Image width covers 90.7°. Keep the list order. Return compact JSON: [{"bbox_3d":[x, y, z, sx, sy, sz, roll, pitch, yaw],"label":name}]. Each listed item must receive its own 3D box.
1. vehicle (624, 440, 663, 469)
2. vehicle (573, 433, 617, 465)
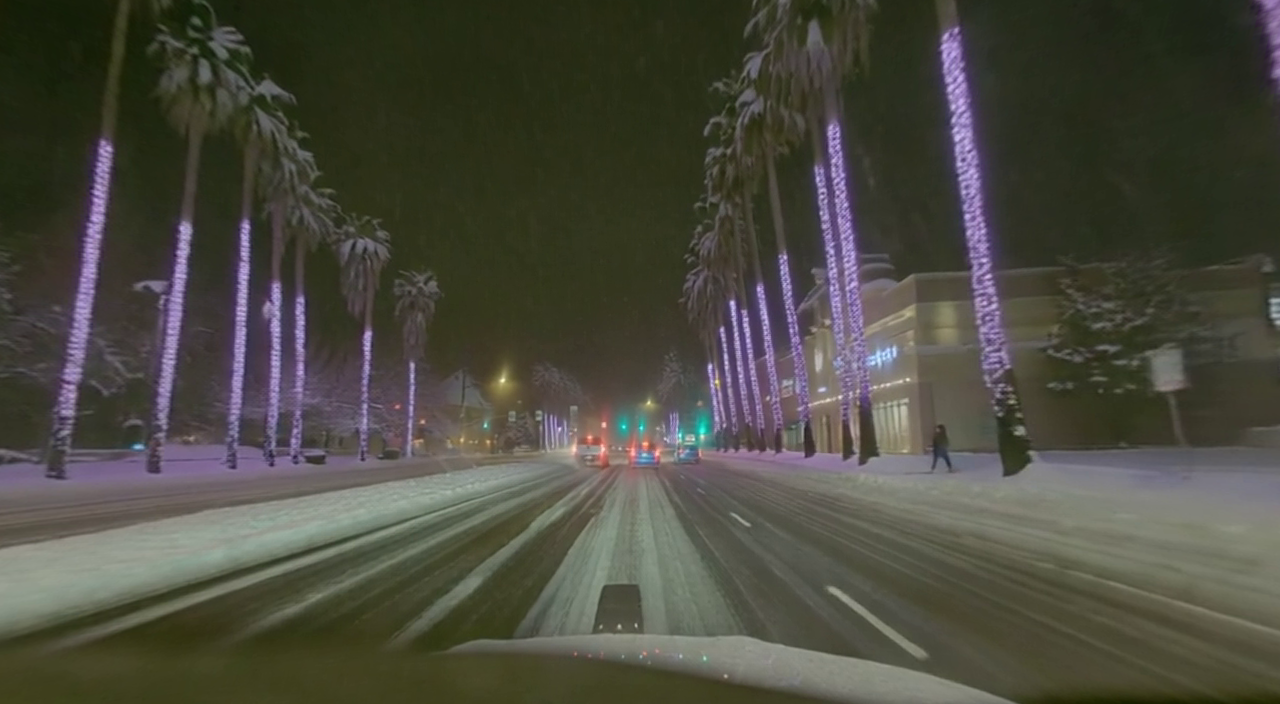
[{"bbox_3d":[0.214,6.014,37.224,2.160,1.615,4.117,0,-9,0],"label":"vehicle"},{"bbox_3d":[-3.128,6.921,45.207,2.672,2.064,5.681,0,-9,1],"label":"vehicle"}]
